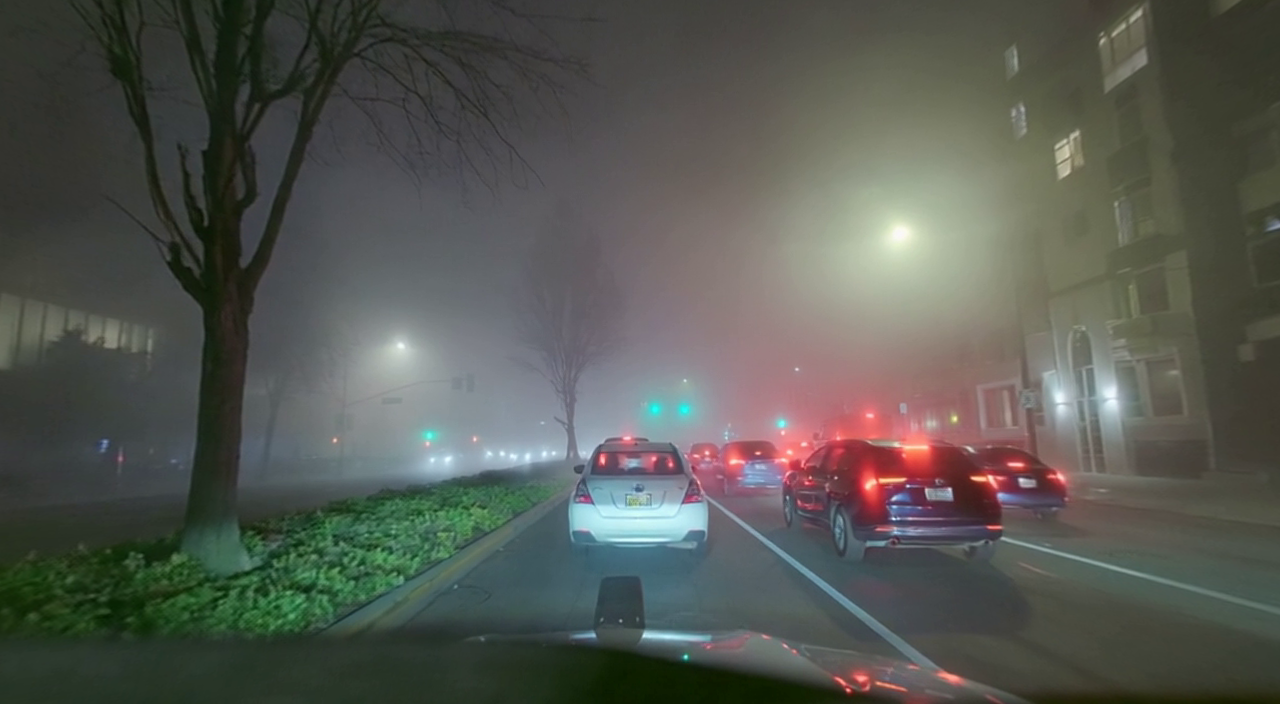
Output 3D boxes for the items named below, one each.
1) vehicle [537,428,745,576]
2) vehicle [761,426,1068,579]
[{"bbox_3d":[-0.036,1.825,8.532,2.105,1.474,4.127,0,-8,-1],"label":"vehicle"},{"bbox_3d":[3.134,1.809,8.513,1.995,1.483,4.533,0,-8,-2],"label":"vehicle"}]
